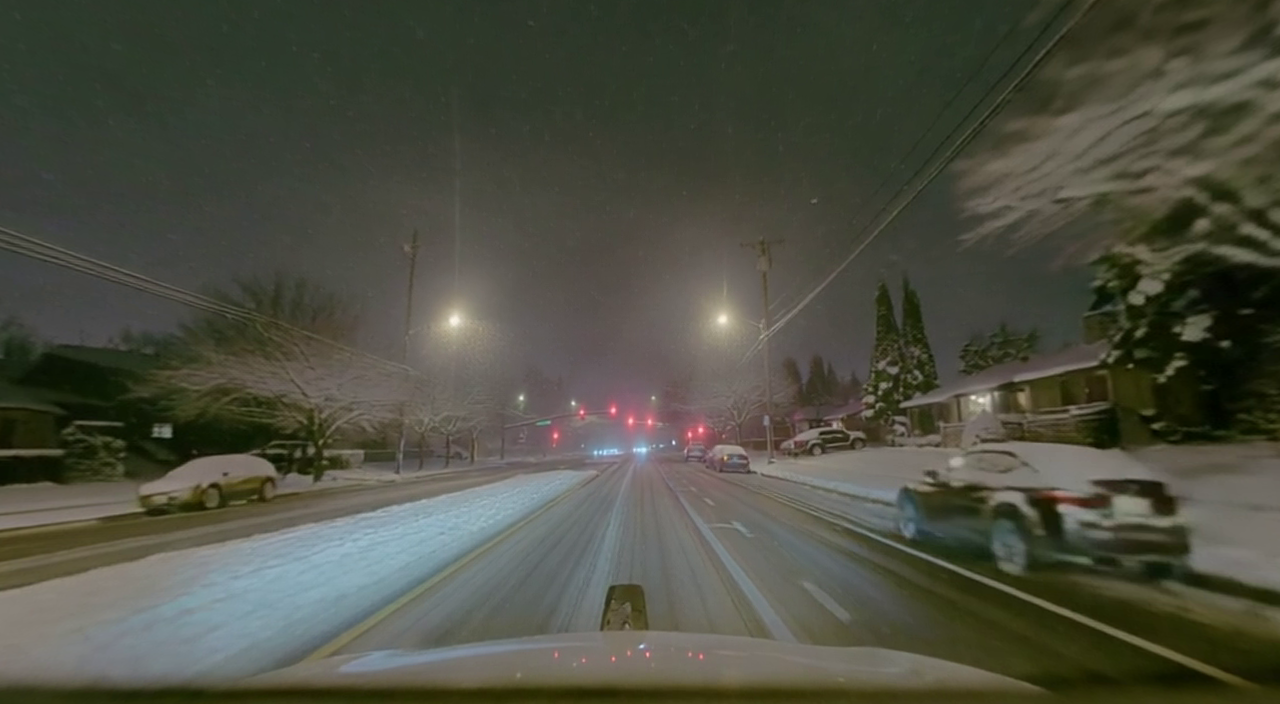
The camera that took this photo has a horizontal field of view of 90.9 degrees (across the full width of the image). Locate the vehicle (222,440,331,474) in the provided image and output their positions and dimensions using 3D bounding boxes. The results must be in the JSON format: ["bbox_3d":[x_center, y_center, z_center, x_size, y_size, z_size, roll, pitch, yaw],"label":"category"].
[{"bbox_3d":[-20.877,6.030,36.411,4.759,1.824,2.442,0,-8,0],"label":"vehicle"}]

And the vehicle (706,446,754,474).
[{"bbox_3d":[4.870,5.895,34.703,1.881,1.435,4.525,0,-9,-1],"label":"vehicle"}]

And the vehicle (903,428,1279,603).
[{"bbox_3d":[4.845,1.718,7.454,1.803,1.517,3.738,0,-9,-1],"label":"vehicle"}]

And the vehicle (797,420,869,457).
[{"bbox_3d":[13.640,6.168,44.713,4.284,1.725,1.981,-11,-9,-1],"label":"vehicle"}]

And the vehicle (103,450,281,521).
[{"bbox_3d":[-12.196,3.601,17.600,2.000,1.523,4.226,-1,-7,-2],"label":"vehicle"}]
